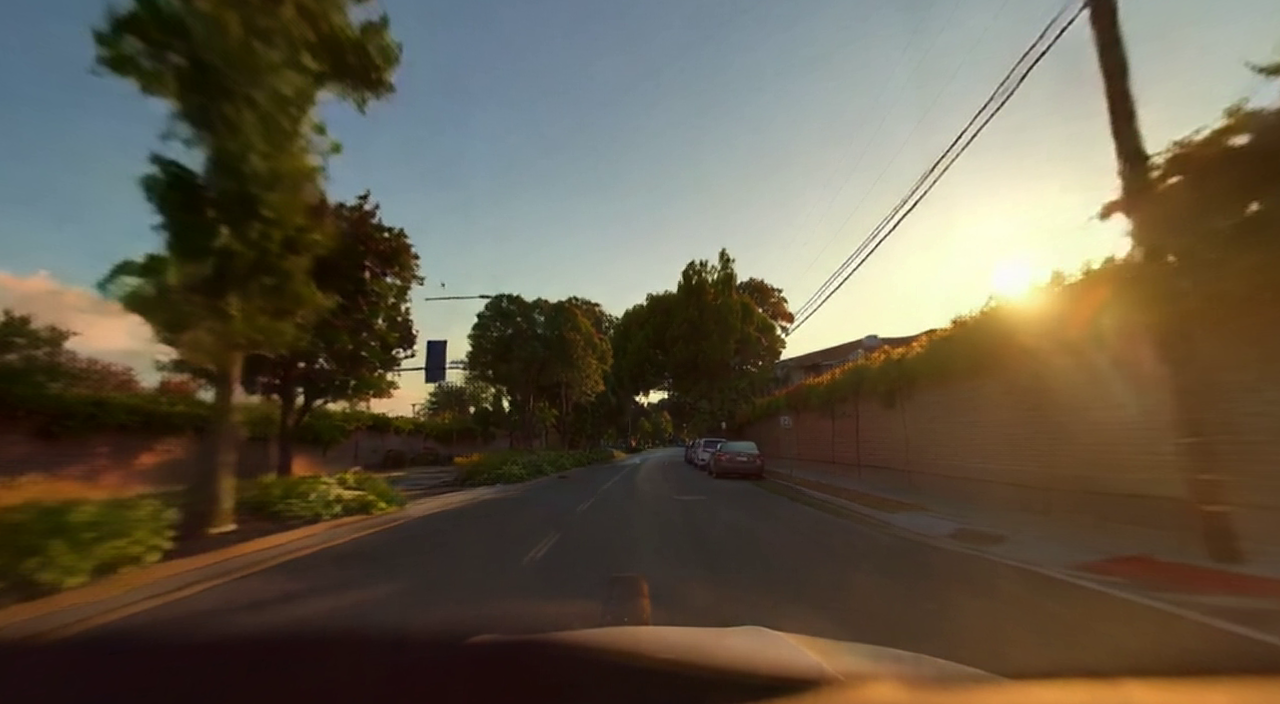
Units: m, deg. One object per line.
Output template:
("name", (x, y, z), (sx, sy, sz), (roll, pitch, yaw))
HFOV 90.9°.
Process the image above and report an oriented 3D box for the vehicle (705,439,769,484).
("vehicle", (4.008, 4.577, 26.943), (2.048, 1.596, 5.543), (2, -8, 2))
